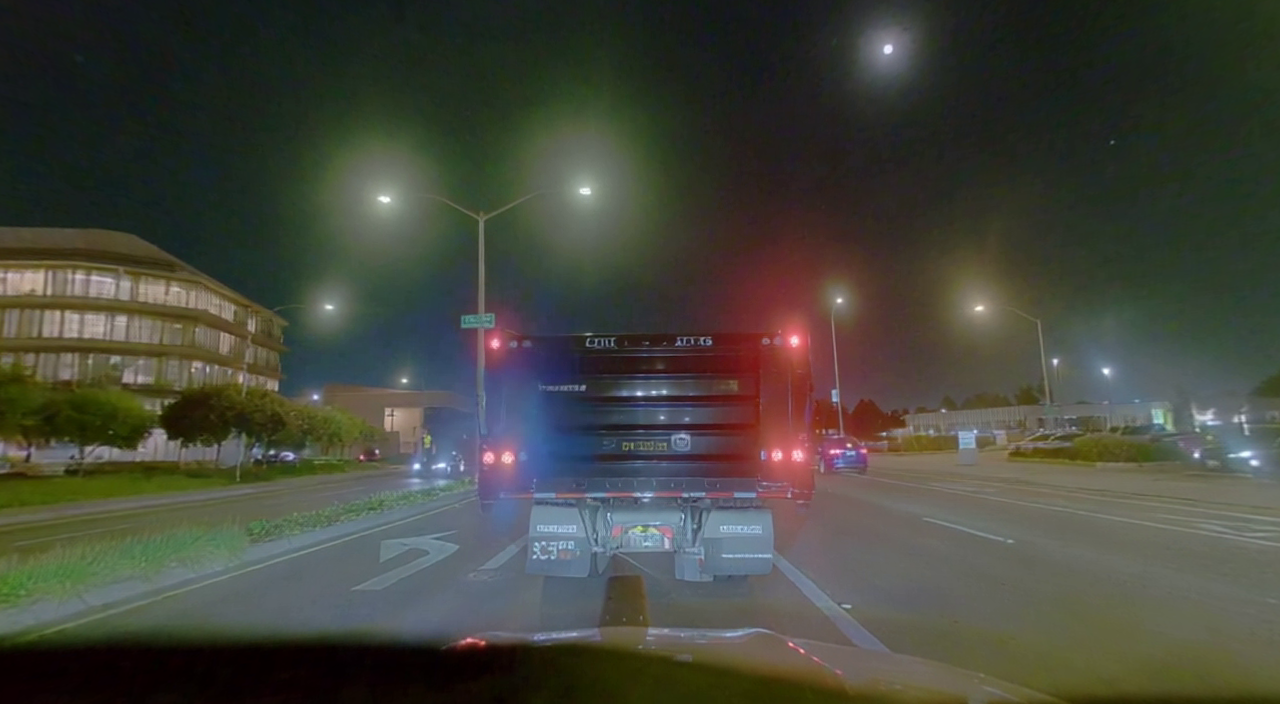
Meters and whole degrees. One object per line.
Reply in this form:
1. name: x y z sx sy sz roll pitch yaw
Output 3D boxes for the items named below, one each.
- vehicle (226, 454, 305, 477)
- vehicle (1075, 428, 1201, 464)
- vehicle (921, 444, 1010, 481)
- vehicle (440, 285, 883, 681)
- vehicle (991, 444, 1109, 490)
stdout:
1. vehicle: -25.911 7.867 43.693 4.409 1.446 1.862 -2 -8 9
2. vehicle: 23.136 4.386 29.439 4.171 1.614 1.894 -1 -8 1
3. vehicle: 14.155 4.796 27.735 1.777 1.488 4.081 -1 -8 1
4. vehicle: 0.281 1.275 7.409 2.650 2.391 7.008 -1 -8 3
5. vehicle: 14.301 3.991 22.262 1.702 1.475 3.670 -1 -8 1
